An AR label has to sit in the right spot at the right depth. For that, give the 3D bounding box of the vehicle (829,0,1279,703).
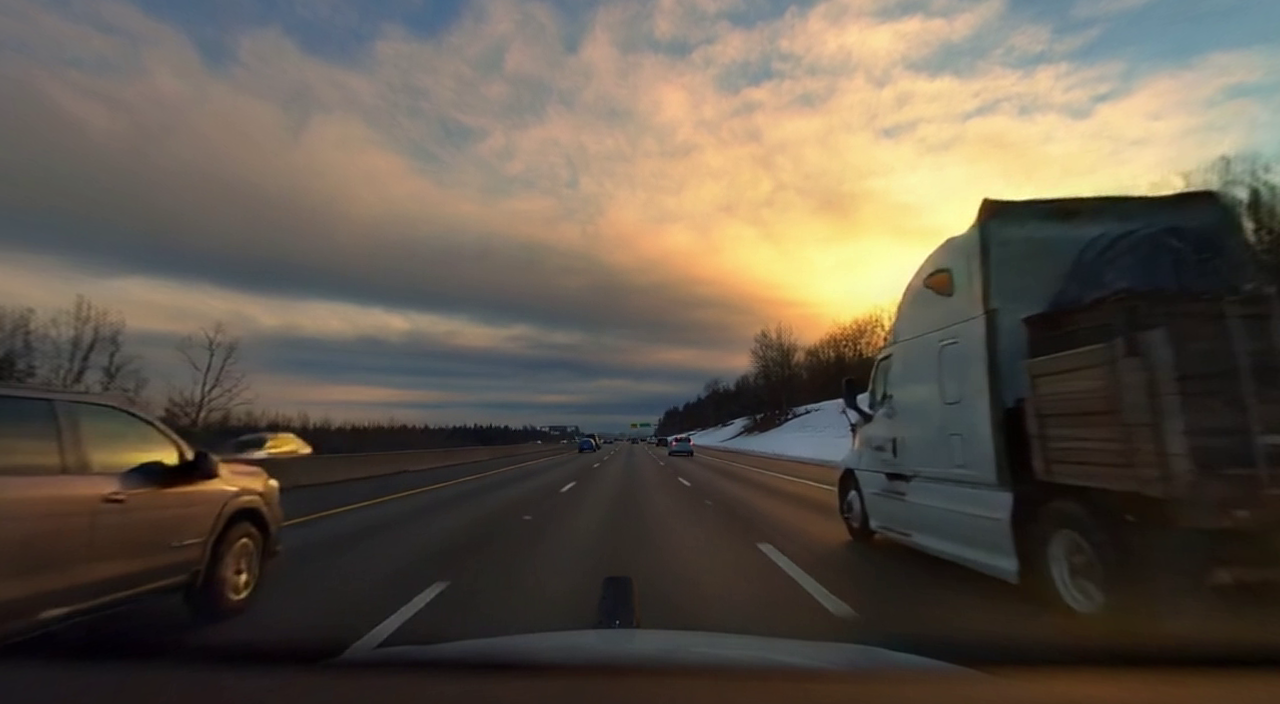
[{"bbox_3d":[4.197,-0.199,3.532,3.004,3.881,9.742,0,-8,-1],"label":"vehicle"}]

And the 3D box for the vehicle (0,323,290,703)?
[{"bbox_3d":[-3.619,0.737,2.149,2.185,1.772,4.656,0,-8,-1],"label":"vehicle"}]

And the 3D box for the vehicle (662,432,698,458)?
[{"bbox_3d":[2.806,6.606,44.855,2.124,1.696,4.173,0,-8,-2],"label":"vehicle"}]
